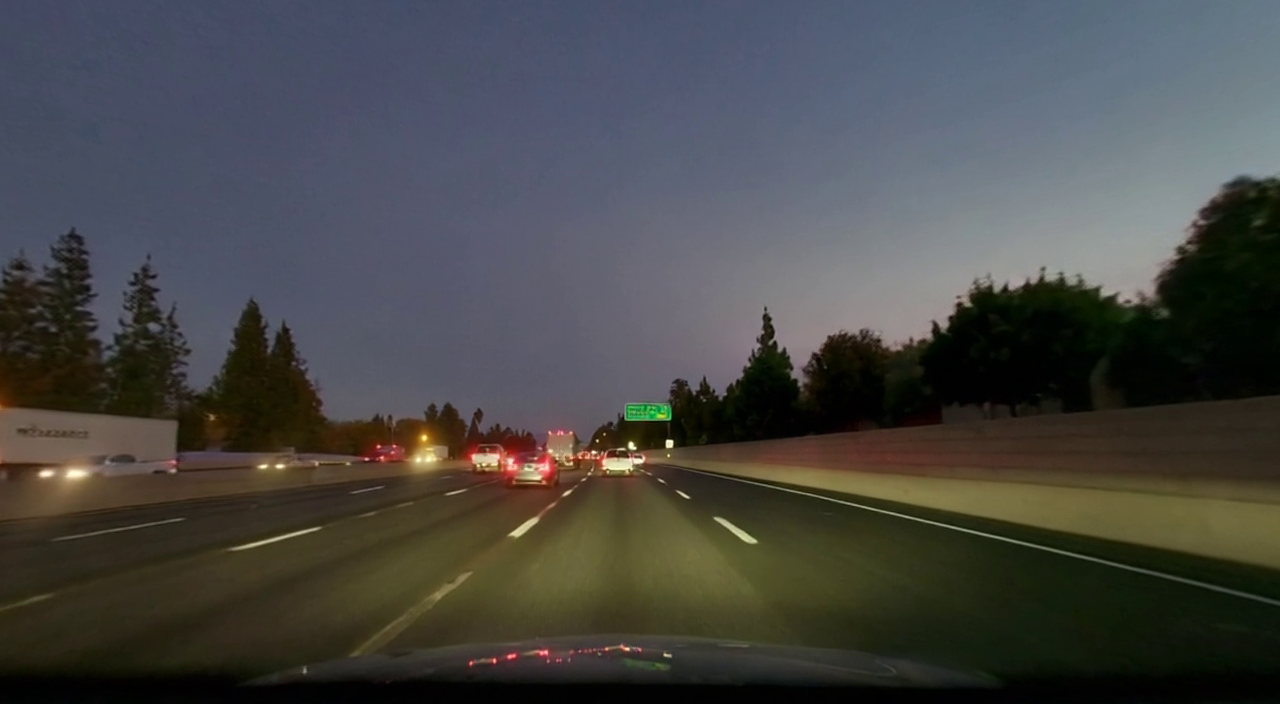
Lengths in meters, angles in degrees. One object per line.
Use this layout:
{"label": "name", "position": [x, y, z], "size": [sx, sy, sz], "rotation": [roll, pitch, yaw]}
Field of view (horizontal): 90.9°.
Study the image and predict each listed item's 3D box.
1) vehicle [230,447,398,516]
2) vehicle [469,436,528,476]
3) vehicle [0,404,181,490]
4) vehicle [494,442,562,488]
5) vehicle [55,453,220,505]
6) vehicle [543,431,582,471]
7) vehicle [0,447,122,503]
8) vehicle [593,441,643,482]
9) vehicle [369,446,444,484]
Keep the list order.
{"label": "vehicle", "position": [-7.976, 3.175, 16.019], "size": [1.896, 1.465, 4.399], "rotation": [0, -8, 0]}
{"label": "vehicle", "position": [-9.294, 6.889, 42.022], "size": [2.773, 2.402, 6.232], "rotation": [0, -8, -3]}
{"label": "vehicle", "position": [-23.968, 3.715, 24.709], "size": [3.003, 2.982, 12.570], "rotation": [0, -8, -2]}
{"label": "vehicle", "position": [-4.311, 4.417, 24.975], "size": [2.005, 1.631, 4.295], "rotation": [0, -8, -1]}
{"label": "vehicle", "position": [-16.104, 4.039, 20.592], "size": [1.816, 1.439, 4.480], "rotation": [0, -8, -2]}
{"label": "vehicle", "position": [-5.506, 7.114, 45.458], "size": [2.279, 2.672, 5.256], "rotation": [0, -8, -2]}
{"label": "vehicle", "position": [-19.827, 3.926, 20.612], "size": [1.934, 1.609, 4.619], "rotation": [0, -8, -2]}
{"label": "vehicle", "position": [-1.007, 4.870, 28.380], "size": [2.092, 1.671, 3.772], "rotation": [0, -8, -3]}
{"label": "vehicle", "position": [-12.011, 5.794, 32.864], "size": [2.079, 1.807, 5.187], "rotation": [0, -8, -2]}
